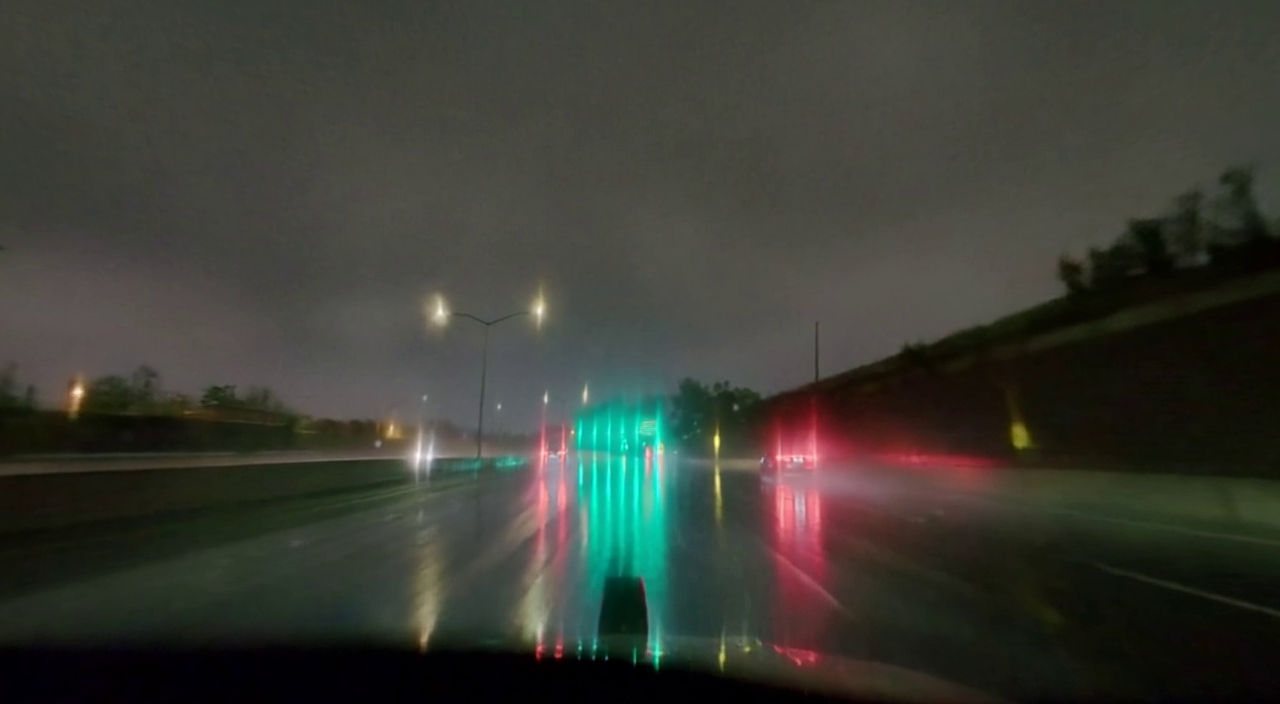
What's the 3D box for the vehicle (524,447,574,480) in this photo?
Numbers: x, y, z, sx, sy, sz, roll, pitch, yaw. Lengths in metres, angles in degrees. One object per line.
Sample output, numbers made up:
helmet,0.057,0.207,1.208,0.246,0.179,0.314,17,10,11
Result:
vehicle,-4.495,5.552,31.732,2.014,1.481,4.156,0,-8,-2
